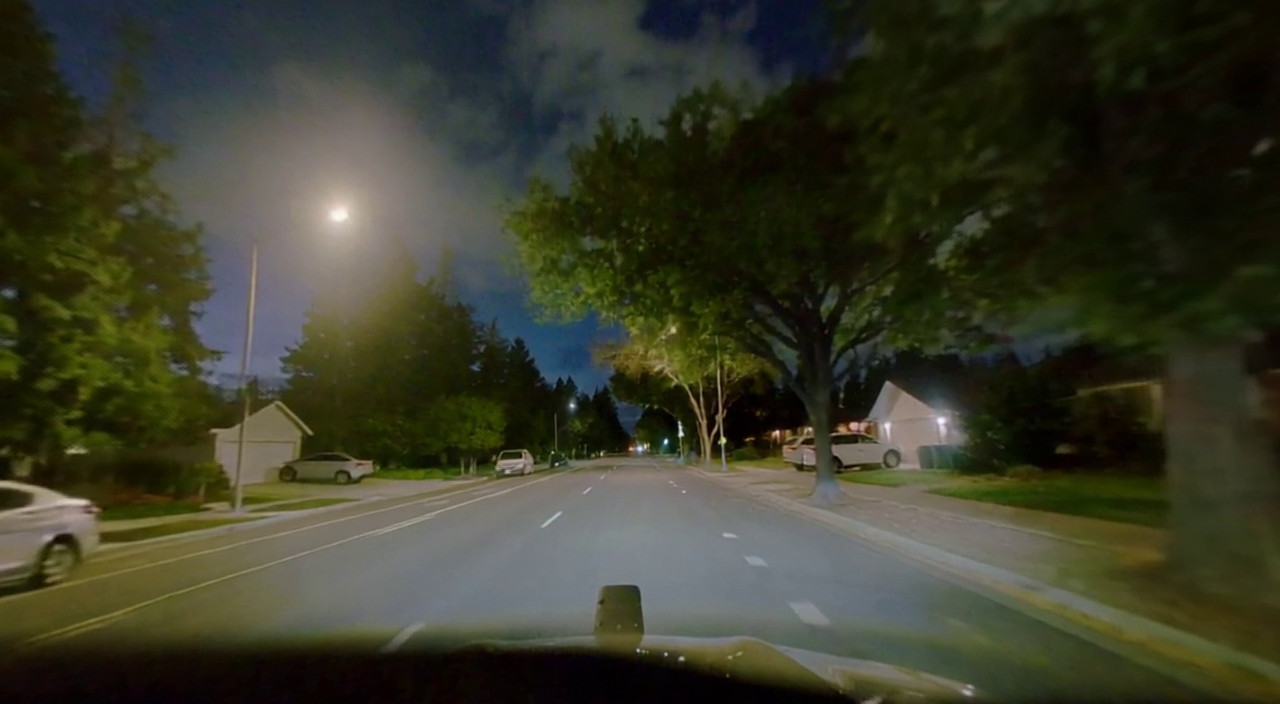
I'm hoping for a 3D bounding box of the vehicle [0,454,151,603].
[{"bbox_3d":[-7.529,1.839,6.131,1.973,1.500,4.781,-5,-9,-3],"label":"vehicle"}]

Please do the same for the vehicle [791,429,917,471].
[{"bbox_3d":[8.934,4.128,26.648,4.535,1.697,1.968,0,-9,-1],"label":"vehicle"}]

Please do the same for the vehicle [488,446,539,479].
[{"bbox_3d":[-7.861,6.887,39.752,2.122,1.739,4.770,-5,-8,0],"label":"vehicle"}]

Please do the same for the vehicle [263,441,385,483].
[{"bbox_3d":[-14.648,5.115,29.438,4.602,1.847,1.976,-1,-9,4],"label":"vehicle"}]
